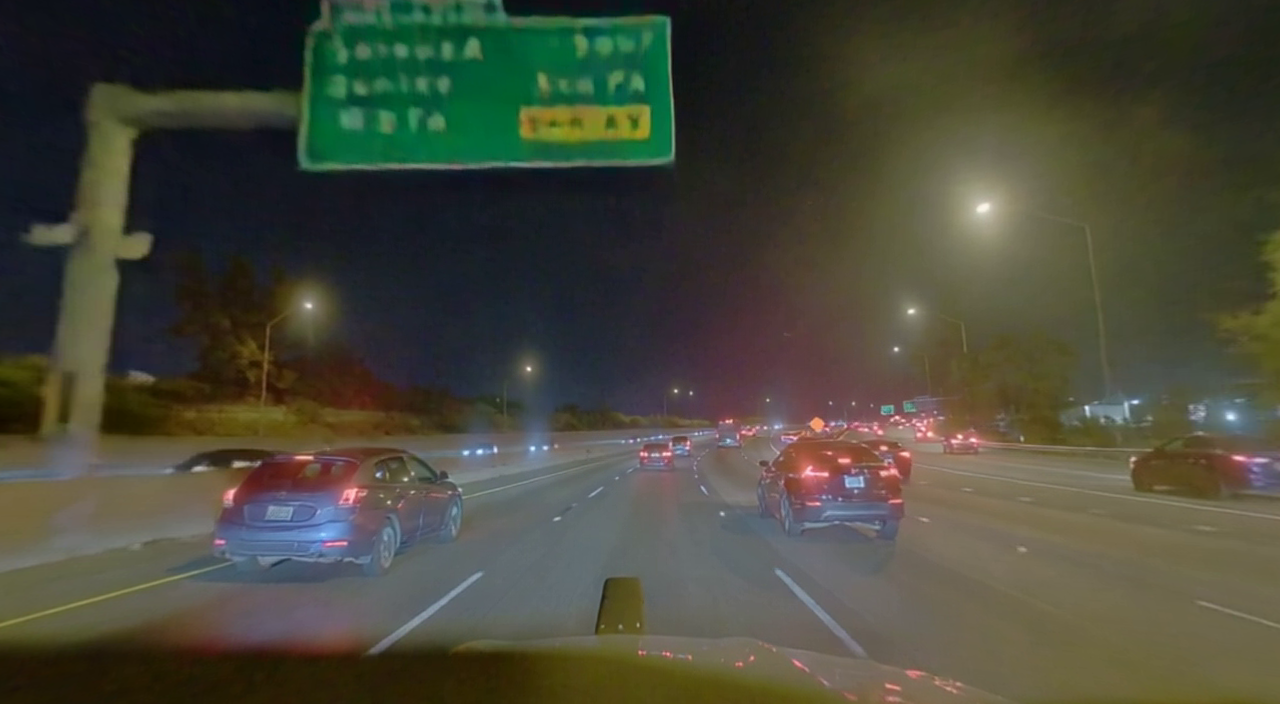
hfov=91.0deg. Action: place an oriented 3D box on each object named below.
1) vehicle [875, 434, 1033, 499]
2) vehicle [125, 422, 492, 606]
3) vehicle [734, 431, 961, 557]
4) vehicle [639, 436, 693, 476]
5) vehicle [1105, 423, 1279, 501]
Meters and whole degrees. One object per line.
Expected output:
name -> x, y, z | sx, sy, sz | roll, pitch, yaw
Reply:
vehicle -> 8.201, 3.027, 17.036 | 2.014, 1.506, 4.626 | 0, -9, 2
vehicle -> -3.398, 1.734, 7.719 | 1.937, 1.558, 4.469 | 0, -9, 2
vehicle -> 2.818, 2.052, 9.855 | 2.009, 1.489, 4.559 | 0, -9, 0
vehicle -> 1.182, 4.575, 27.858 | 2.201, 1.614, 3.803 | -1, -9, 4
vehicle -> 13.792, 2.579, 15.074 | 1.976, 1.548, 4.687 | -1, -9, 5
